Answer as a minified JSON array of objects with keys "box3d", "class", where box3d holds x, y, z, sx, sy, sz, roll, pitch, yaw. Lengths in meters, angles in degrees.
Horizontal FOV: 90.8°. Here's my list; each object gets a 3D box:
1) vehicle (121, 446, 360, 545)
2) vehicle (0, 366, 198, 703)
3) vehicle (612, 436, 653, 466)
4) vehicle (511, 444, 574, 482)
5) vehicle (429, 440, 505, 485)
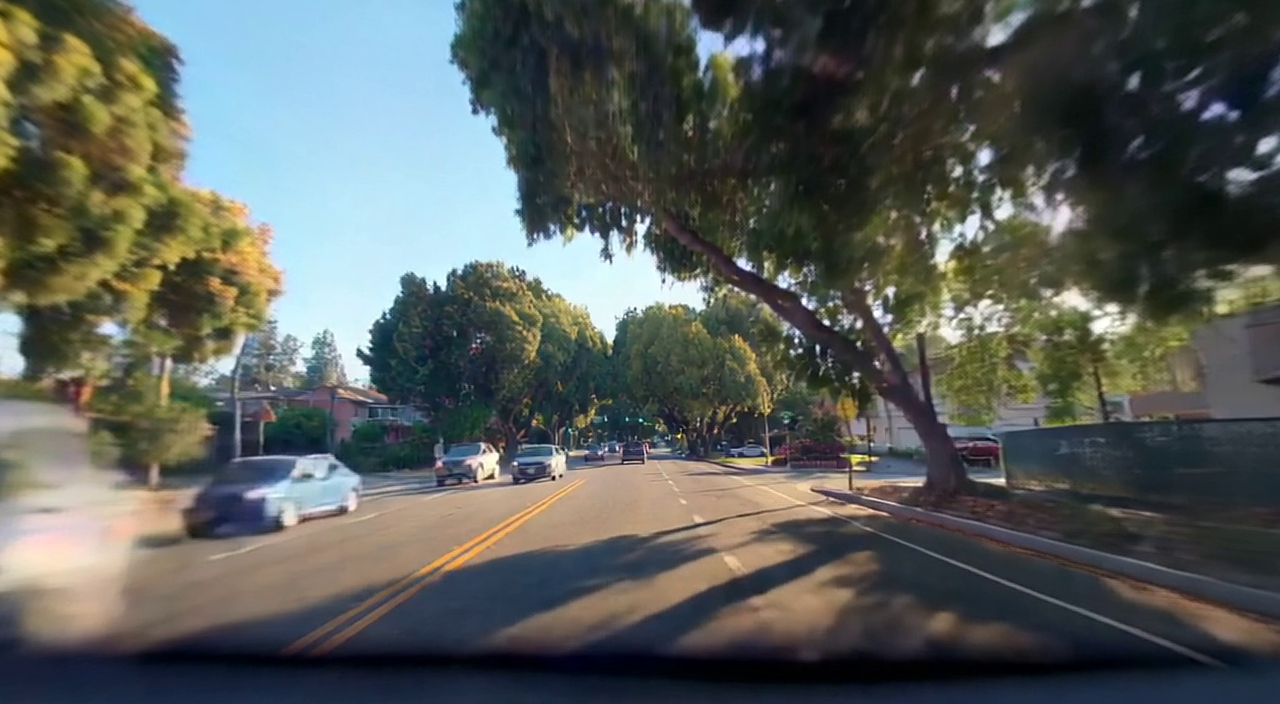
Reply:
[{"box3d":[-7.510,2.671,12.531,1.978,1.458,4.287,-4,-8,0],"class":"vehicle"},{"box3d":[-3.942,0.783,1.806,1.977,1.729,4.625,0,-8,0],"class":"vehicle"},{"box3d":[-0.448,6.660,42.627,2.554,1.902,5.329,0,-8,1],"class":"vehicle"},{"box3d":[-4.166,4.780,27.641,2.039,1.460,4.189,-2,-8,1],"class":"vehicle"},{"box3d":[-7.381,4.742,27.412,2.044,1.699,4.400,-2,-8,1],"class":"vehicle"}]
